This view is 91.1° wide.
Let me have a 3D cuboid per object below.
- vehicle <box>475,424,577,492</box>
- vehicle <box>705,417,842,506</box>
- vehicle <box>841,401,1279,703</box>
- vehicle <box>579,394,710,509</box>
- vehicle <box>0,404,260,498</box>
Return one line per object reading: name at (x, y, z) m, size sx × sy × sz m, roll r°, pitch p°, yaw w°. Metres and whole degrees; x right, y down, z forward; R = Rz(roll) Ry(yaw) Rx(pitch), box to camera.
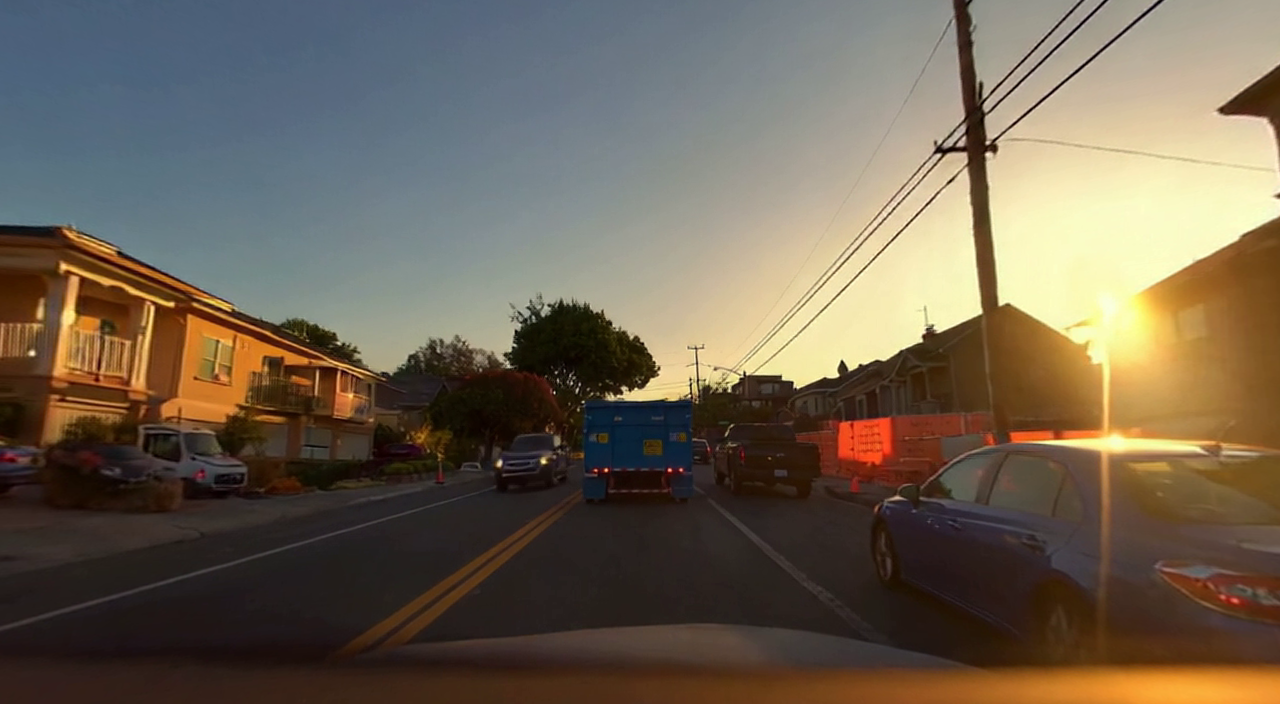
vehicle at (-3.713, 3.613, 21.777) m, size 2.306 × 2.005 × 5.773 m, roll 0°, pitch -8°, yaw 1°
vehicle at (3.342, 2.918, 17.185) m, size 2.486 × 1.993 × 5.667 m, roll 0°, pitch -8°, yaw 0°
vehicle at (3.099, 1.239, 4.265) m, size 2.010 × 1.499 × 4.481 m, roll 0°, pitch -8°, yaw 0°
vehicle at (0.119, 2.577, 16.465) m, size 2.751 × 2.361 × 6.347 m, roll 1°, pitch -9°, yaw 0°
vehicle at (-13.422, 2.681, 17.256) m, size 2.475 × 2.157 × 5.567 m, roll 0°, pitch -8°, yaw -1°
